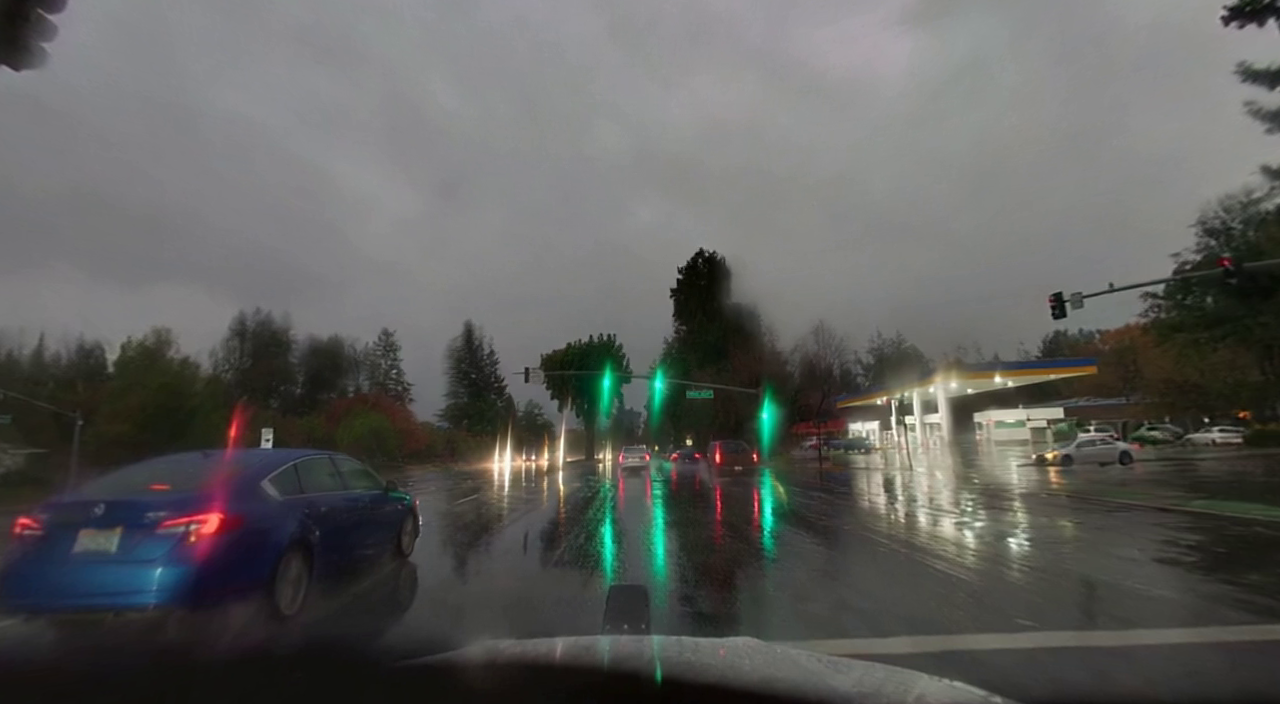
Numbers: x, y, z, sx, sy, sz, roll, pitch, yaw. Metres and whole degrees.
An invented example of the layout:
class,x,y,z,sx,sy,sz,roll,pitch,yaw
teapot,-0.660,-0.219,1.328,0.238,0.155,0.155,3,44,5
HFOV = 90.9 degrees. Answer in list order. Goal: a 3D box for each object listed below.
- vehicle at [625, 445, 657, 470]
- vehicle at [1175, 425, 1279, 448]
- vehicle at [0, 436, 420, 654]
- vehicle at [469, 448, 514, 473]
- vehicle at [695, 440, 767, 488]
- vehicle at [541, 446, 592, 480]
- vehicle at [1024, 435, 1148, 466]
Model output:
class,x,y,z,sx,sy,sz,roll,pitch,yaw
vehicle,0.051,6.606,39.555,1.934,1.470,3.988,0,-8,0
vehicle,40.423,5.867,43.633,1.951,1.456,5.492,1,-8,0
vehicle,-3.999,1.640,6.561,1.803,1.463,4.422,0,-8,0
vehicle,-11.331,8.301,48.426,2.130,1.672,4.549,-3,-8,3
vehicle,3.046,3.832,21.919,1.883,1.465,3.975,0,-8,0
vehicle,-3.388,5.172,29.769,1.841,1.474,4.038,0,-8,1
vehicle,21.444,4.761,30.402,4.573,1.419,1.840,0,-8,-1
